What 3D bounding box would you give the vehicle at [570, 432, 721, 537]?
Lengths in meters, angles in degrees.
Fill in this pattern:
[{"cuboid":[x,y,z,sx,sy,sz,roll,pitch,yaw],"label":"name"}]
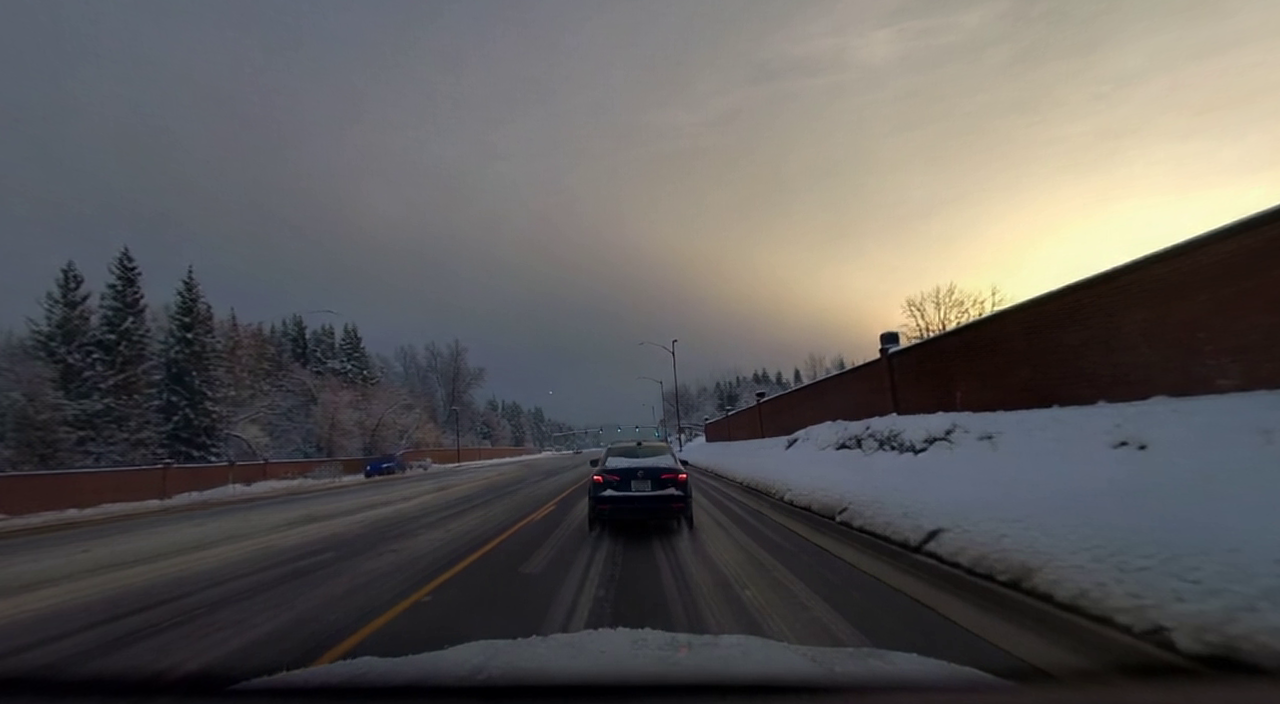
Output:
[{"cuboid":[0.063,2.254,11.415,2.205,1.509,4.272,0,-8,-1],"label":"vehicle"}]
